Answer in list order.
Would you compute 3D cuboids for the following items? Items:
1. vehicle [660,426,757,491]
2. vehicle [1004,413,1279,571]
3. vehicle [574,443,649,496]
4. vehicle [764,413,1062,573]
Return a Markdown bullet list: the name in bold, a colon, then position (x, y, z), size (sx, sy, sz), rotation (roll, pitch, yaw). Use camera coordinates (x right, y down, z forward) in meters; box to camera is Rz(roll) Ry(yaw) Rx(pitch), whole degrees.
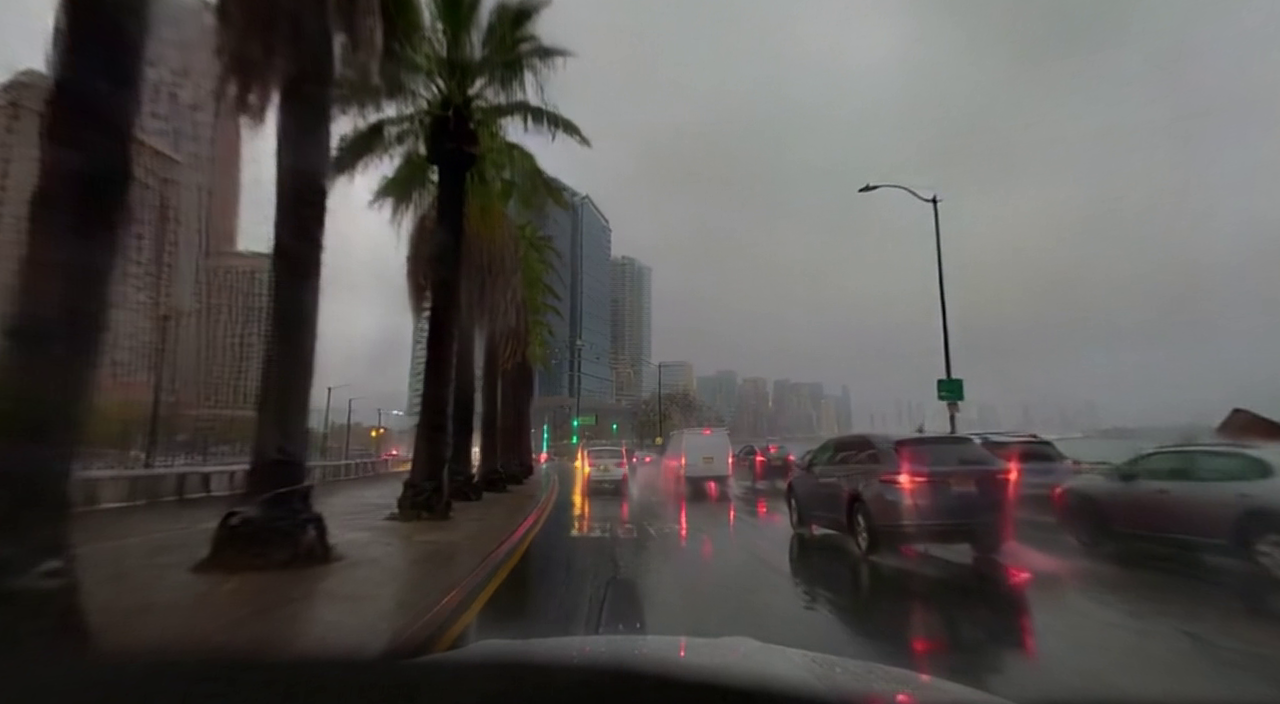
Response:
- **vehicle**: position (2.388, 3.962, 23.860), size (2.434, 2.171, 5.098), rotation (1, -9, -8)
- **vehicle**: position (7.709, 1.814, 8.874), size (2.107, 1.659, 4.759), rotation (0, -9, -4)
- **vehicle**: position (-1.142, 4.042, 22.295), size (2.332, 1.625, 4.933), rotation (1, -9, -6)
- **vehicle**: position (3.383, 1.837, 9.000), size (2.151, 1.695, 4.258), rotation (0, -9, -3)
